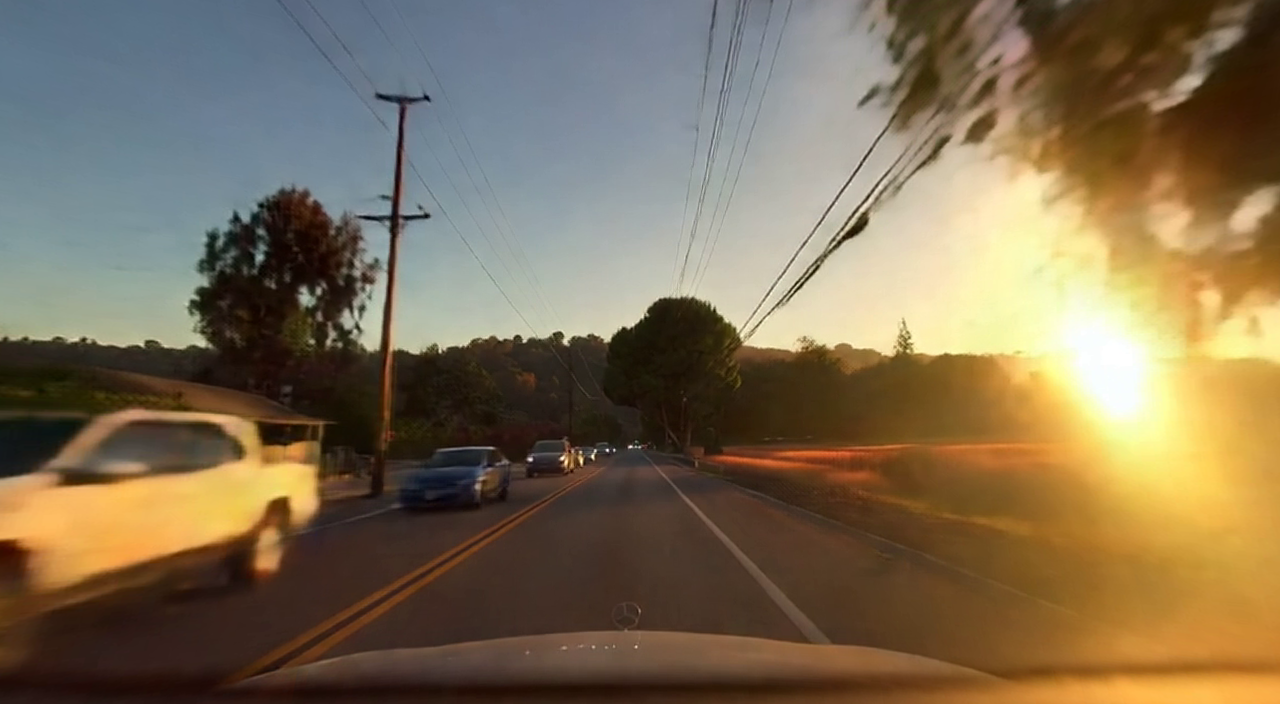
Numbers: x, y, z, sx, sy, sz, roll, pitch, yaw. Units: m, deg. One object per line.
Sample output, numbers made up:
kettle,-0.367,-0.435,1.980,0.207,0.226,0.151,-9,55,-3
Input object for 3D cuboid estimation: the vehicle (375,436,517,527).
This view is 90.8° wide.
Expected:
vehicle,-4.300,2.875,14.815,2.070,1.665,4.554,-3,-8,-3

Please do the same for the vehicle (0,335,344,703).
vehicle,-4.958,1.290,5.492,2.366,2.144,5.347,-3,-8,-2

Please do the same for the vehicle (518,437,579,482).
vehicle,-4.307,5.089,30.423,2.261,1.901,4.549,-2,-8,-1
